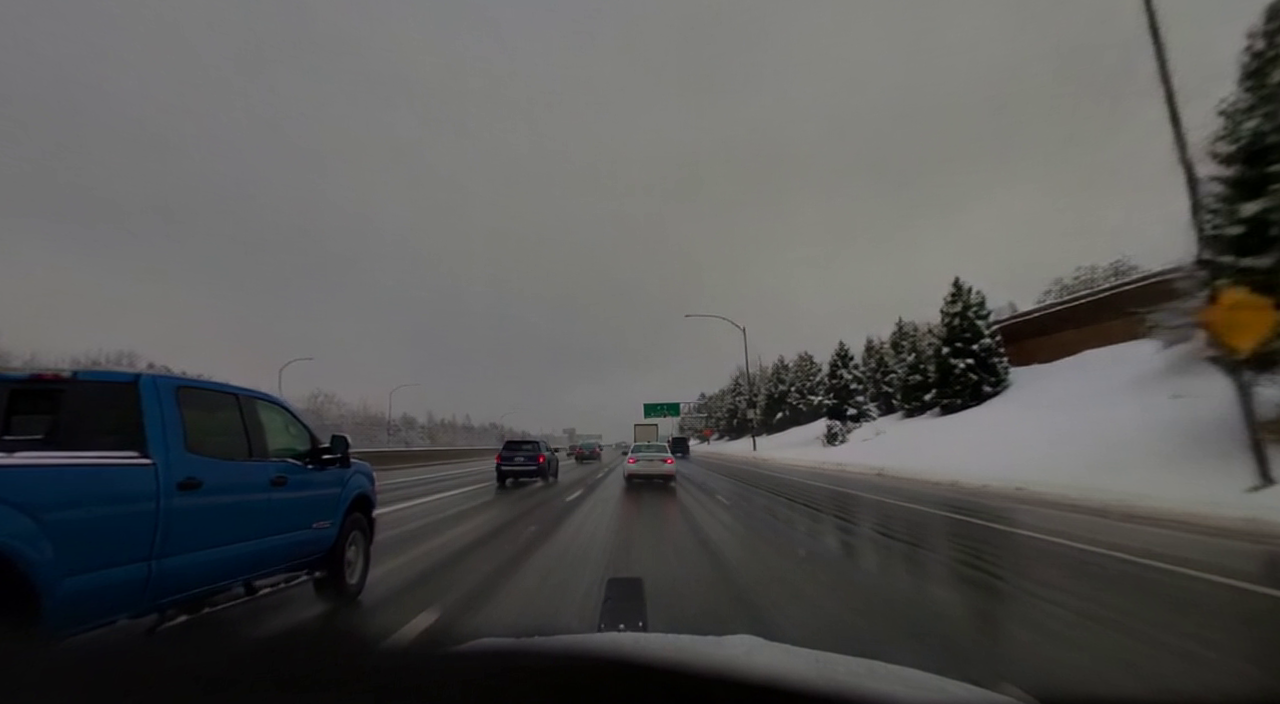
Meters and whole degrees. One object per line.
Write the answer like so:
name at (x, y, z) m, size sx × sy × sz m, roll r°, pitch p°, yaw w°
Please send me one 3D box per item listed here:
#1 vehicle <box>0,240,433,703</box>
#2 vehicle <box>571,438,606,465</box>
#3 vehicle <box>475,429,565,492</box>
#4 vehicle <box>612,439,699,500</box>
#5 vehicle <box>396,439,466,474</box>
vehicle at (-3.413, 0.850, 3.699) m, size 2.269 × 2.060 × 5.933 m, roll 0°, pitch -8°, yaw 1°
vehicle at (-3.285, 6.465, 41.140) m, size 1.897 × 1.646 × 4.049 m, roll 0°, pitch -8°, yaw 1°
vehicle at (-3.604, 3.348, 19.790) m, size 1.903 × 1.721 × 4.210 m, roll 0°, pitch -8°, yaw 1°
vehicle at (0.372, 3.093, 17.015) m, size 2.054 × 1.421 × 4.090 m, roll 0°, pitch -8°, yaw 0°
vehicle at (-10.384, 5.217, 31.715) m, size 1.941 × 1.602 × 4.277 m, roll 0°, pitch -8°, yaw 2°
